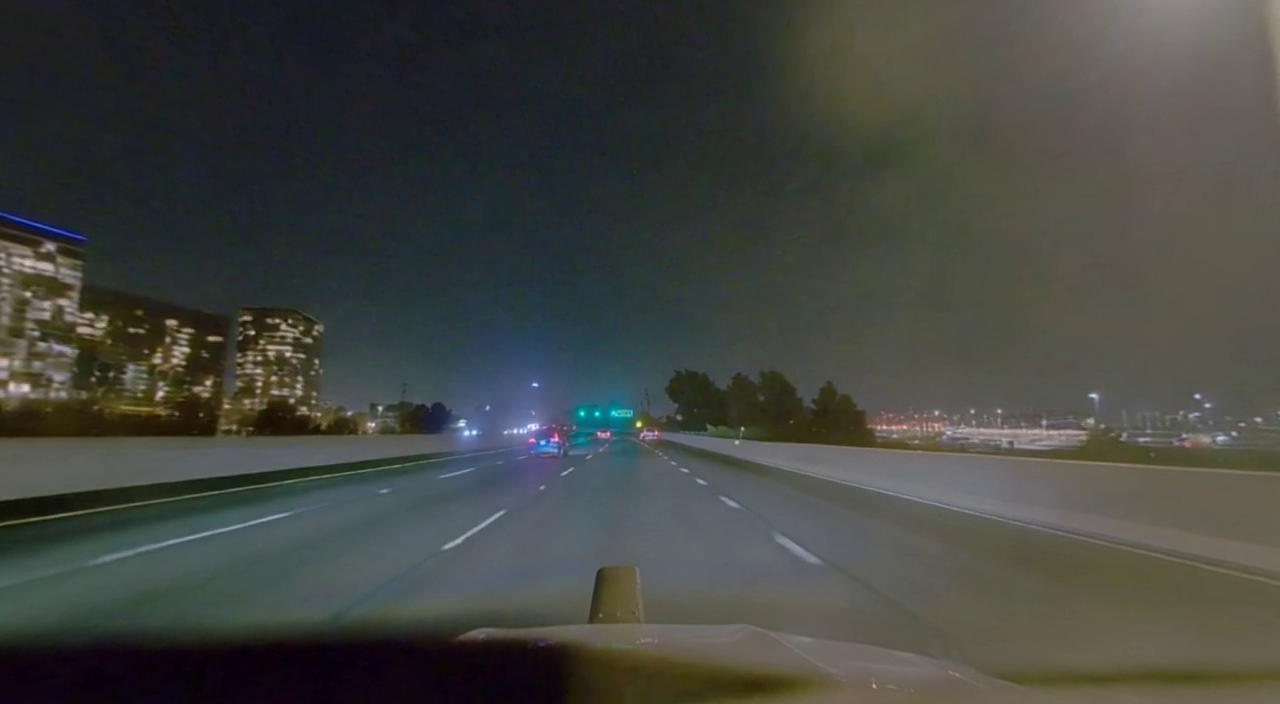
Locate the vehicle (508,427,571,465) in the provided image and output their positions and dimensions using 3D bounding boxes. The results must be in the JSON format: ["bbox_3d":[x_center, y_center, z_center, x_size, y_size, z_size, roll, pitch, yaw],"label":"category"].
[{"bbox_3d":[-4.242,4.054,27.263,1.996,1.490,4.571,0,-8,0],"label":"vehicle"}]
